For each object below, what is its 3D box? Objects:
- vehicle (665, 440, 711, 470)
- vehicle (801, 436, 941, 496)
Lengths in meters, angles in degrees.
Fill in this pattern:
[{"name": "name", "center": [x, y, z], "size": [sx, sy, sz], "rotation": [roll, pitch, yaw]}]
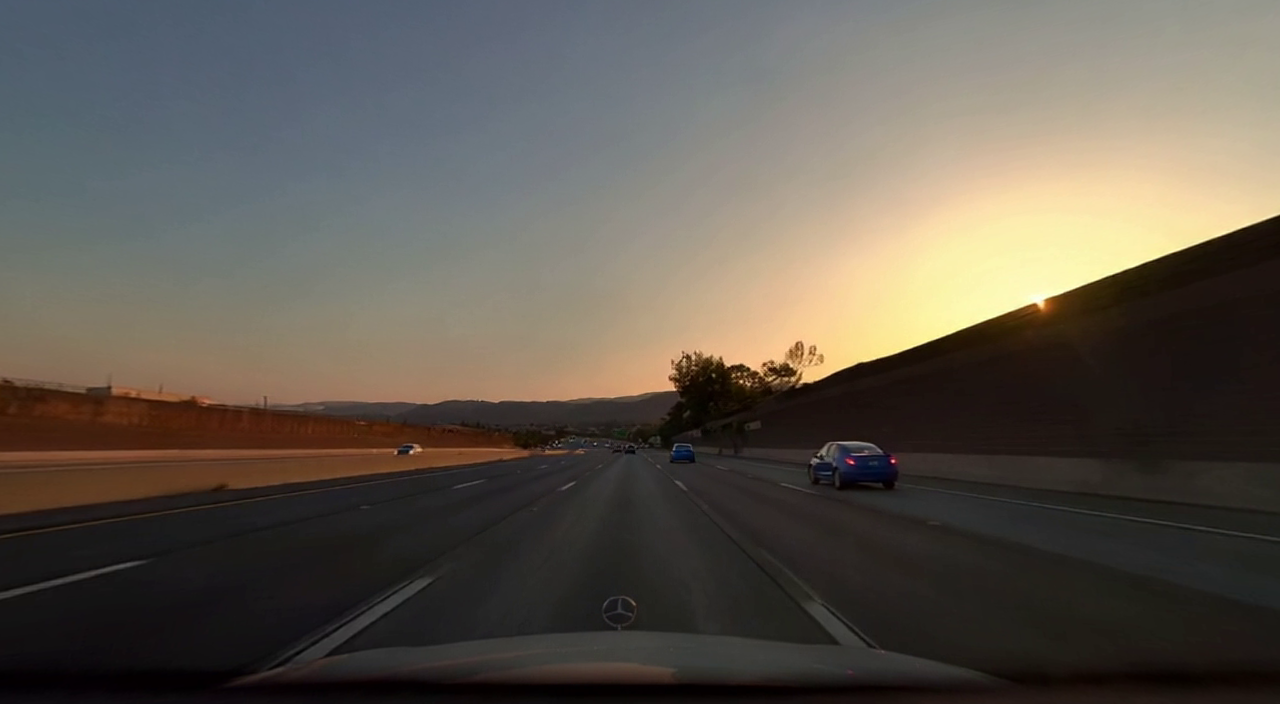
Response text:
[{"name": "vehicle", "center": [2.657, 5.841, 36.120], "size": [2.270, 1.615, 3.770], "rotation": [0, -8, -1]}, {"name": "vehicle", "center": [6.601, 3.322, 18.850], "size": [2.227, 1.522, 5.041], "rotation": [0, -8, -1]}]
